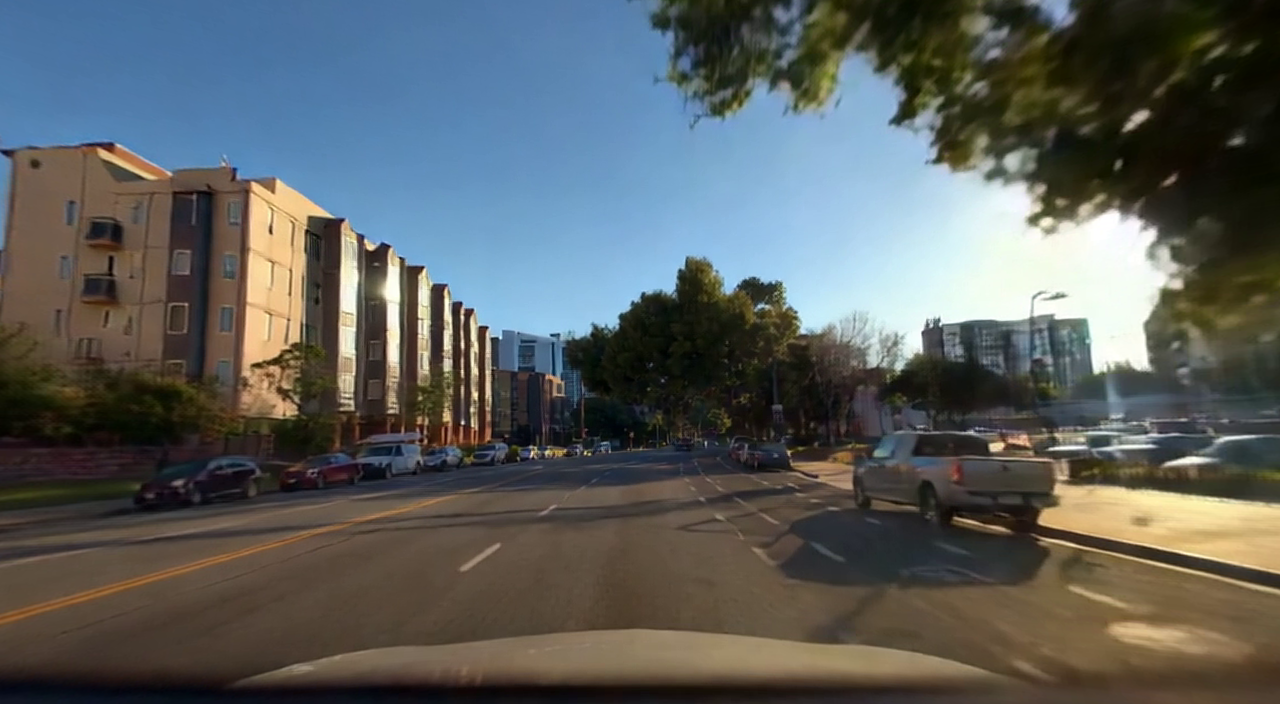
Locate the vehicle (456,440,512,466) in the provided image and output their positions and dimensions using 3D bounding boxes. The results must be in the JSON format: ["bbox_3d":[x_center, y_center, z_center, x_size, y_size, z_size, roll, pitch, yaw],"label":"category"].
[{"bbox_3d":[-11.652,7.553,47.626,2.137,1.835,5.833,-1,-8,7],"label":"vehicle"}]

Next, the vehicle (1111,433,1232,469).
[{"bbox_3d":[22.755,4.232,27.250,1.797,1.425,3.794,0,-8,-3],"label":"vehicle"}]

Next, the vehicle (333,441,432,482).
[{"bbox_3d":[-12.454,5.296,31.106,2.290,1.799,5.801,0,-8,1],"label":"vehicle"}]

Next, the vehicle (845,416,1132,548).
[{"bbox_3d":[5.646,2.165,11.405,2.102,1.781,5.470,0,-8,1],"label":"vehicle"}]

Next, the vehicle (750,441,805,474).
[{"bbox_3d":[6.674,5.170,31.177,1.947,1.487,4.549,0,-8,3],"label":"vehicle"}]

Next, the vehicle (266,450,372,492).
[{"bbox_3d":[-12.338,4.566,24.638,1.723,1.418,4.359,0,-8,2],"label":"vehicle"}]

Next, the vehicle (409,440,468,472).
[{"bbox_3d":[-12.254,6.299,38.682,2.001,1.836,4.471,0,-8,2],"label":"vehicle"}]

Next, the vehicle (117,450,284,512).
[{"bbox_3d":[-12.248,3.580,17.978,1.926,1.499,3.869,0,-8,0],"label":"vehicle"}]
